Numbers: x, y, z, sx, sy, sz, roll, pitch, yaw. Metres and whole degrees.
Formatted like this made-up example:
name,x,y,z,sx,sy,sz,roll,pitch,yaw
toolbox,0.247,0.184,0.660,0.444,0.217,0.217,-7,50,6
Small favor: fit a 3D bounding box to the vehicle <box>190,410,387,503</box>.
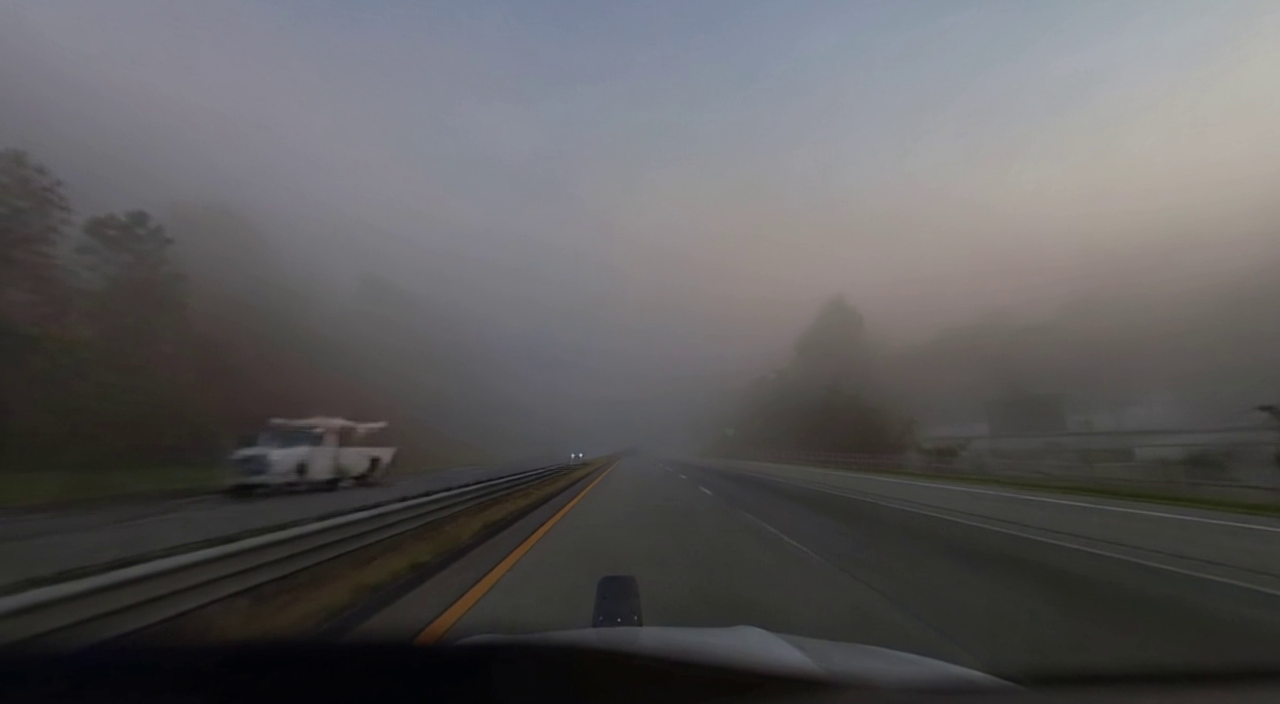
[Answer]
name,x,y,z,sx,sy,sz,roll,pitch,yaw
vehicle,-13.128,4.051,24.720,2.914,2.958,8.402,-1,-9,0
